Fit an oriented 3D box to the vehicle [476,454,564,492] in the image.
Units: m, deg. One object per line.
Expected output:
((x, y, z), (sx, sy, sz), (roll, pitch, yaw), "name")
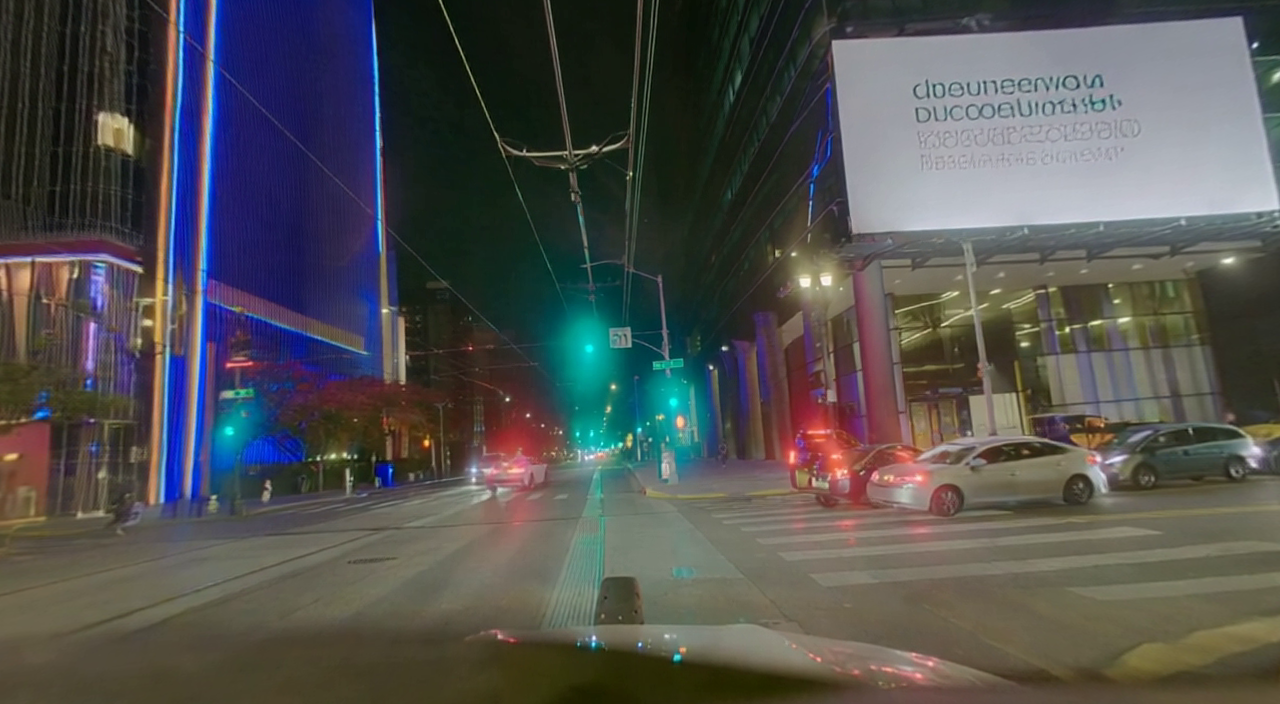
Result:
((-5.262, 5.340, 28.354), (1.797, 1.490, 4.549), (-3, -9, 20), "vehicle")

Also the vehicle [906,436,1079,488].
((11.388, 3.547, 20.576), (4.697, 1.510, 1.596), (0, -9, -4), "vehicle")

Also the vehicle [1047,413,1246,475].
((16.754, 3.057, 21.078), (4.944, 1.946, 1.952), (0, -8, -3), "vehicle")

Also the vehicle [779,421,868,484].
((7.579, 4.141, 26.634), (2.316, 2.425, 4.466), (1, -7, -2), "vehicle")
